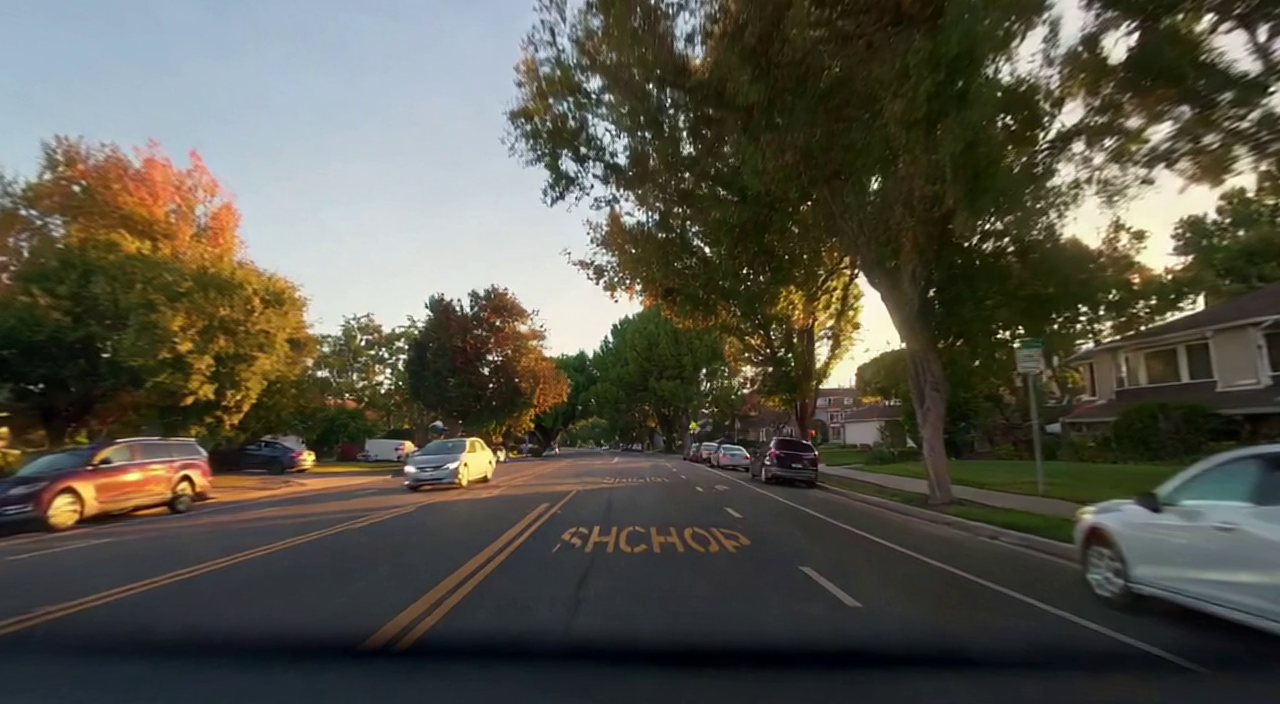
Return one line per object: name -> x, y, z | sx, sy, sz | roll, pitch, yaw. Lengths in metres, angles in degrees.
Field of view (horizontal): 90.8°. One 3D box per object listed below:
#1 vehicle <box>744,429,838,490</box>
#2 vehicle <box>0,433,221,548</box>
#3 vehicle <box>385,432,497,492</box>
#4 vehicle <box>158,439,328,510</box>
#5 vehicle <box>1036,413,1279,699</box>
vehicle -> 5.029, 3.632, 21.682 | 2.087, 1.869, 4.159 | 0, -8, -1
vehicle -> -11.199, 2.634, 12.833 | 2.065, 1.869, 4.806 | 0, -8, -1
vehicle -> -6.307, 3.535, 20.662 | 2.166, 1.734, 4.551 | 0, -8, 0
vehicle -> -11.157, 3.438, 18.274 | 1.917, 1.763, 4.557 | 0, -8, 0
vehicle -> 4.842, 1.172, 3.577 | 2.251, 1.639, 4.353 | 1, -8, -2
